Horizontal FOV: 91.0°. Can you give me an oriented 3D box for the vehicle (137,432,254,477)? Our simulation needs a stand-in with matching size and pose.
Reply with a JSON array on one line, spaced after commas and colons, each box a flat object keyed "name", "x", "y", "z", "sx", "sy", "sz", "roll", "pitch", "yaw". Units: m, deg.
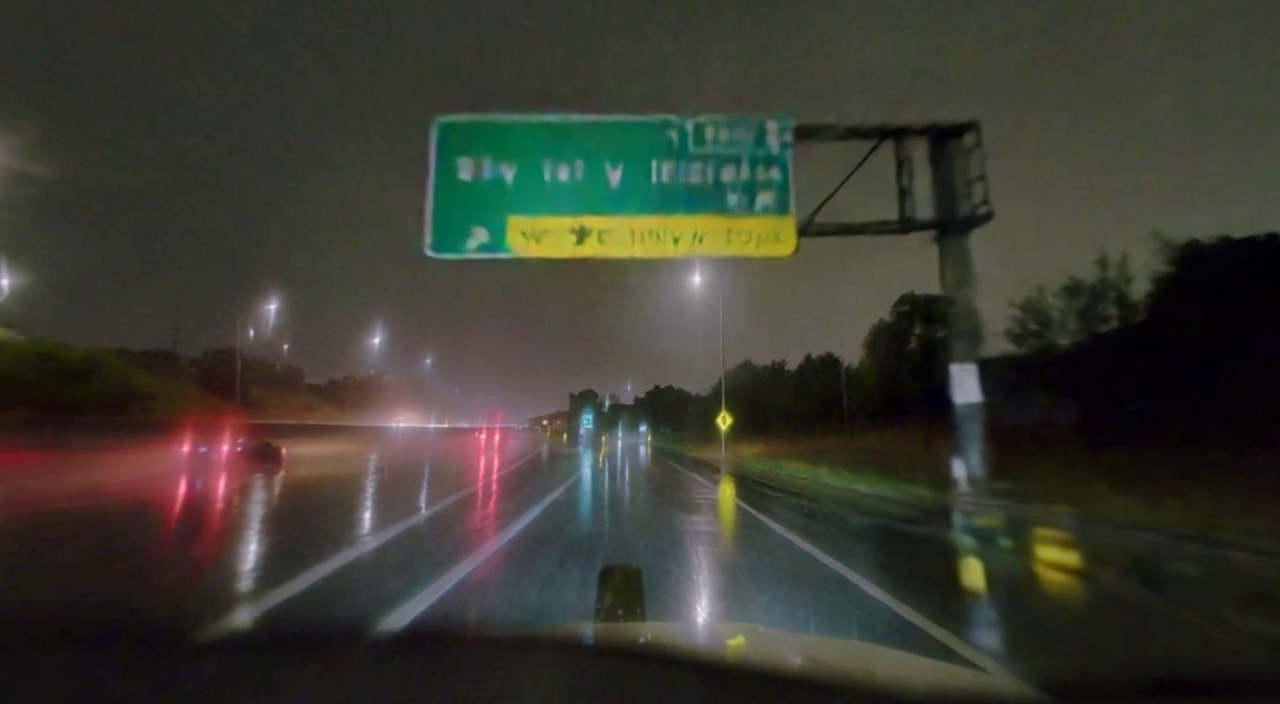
[{"name": "vehicle", "x": -18.739, "y": 4.351, "z": 26.824, "sx": 2.093, "sy": 1.735, "sz": 4.285, "roll": 1, "pitch": -9, "yaw": -5}]
